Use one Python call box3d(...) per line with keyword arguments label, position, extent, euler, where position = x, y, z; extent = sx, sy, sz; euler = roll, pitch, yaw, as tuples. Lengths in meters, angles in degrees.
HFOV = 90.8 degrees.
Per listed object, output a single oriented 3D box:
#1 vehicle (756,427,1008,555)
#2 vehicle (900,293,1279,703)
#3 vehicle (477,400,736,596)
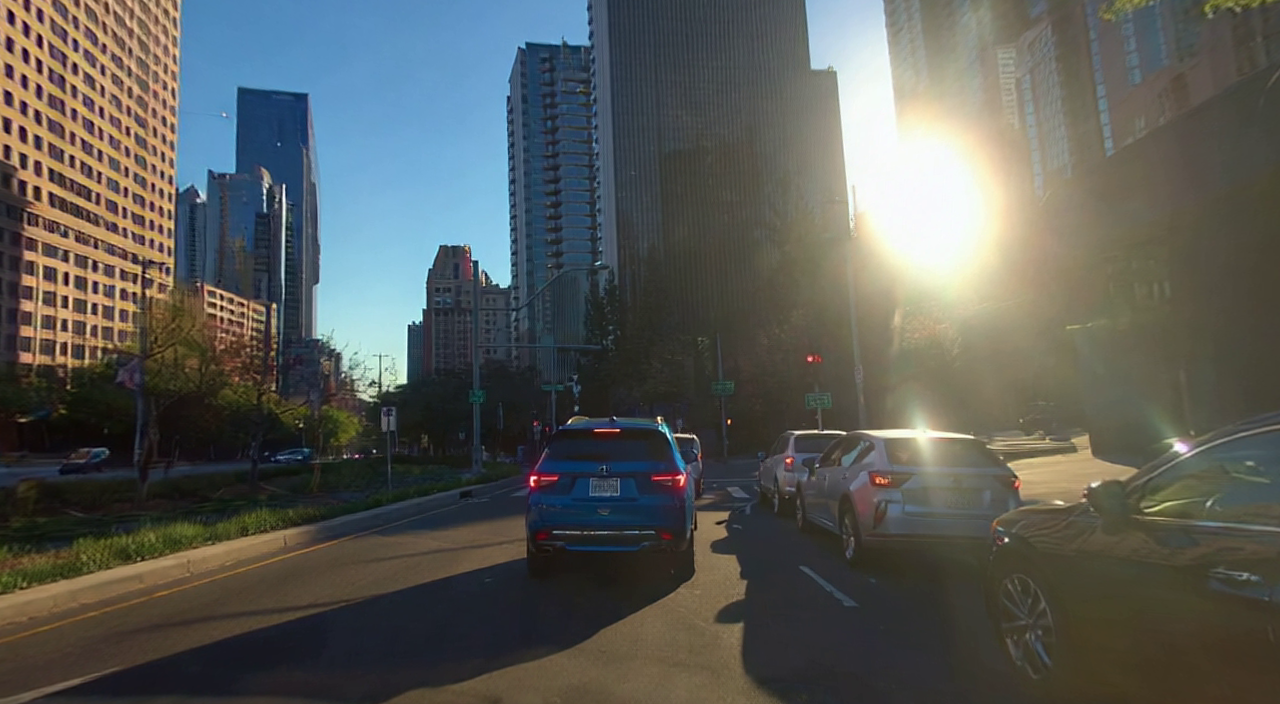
box3d(label="vehicle", position=(3.286, 1.983, 9.804), extent=(1.941, 1.482, 4.632), euler=(0, -9, -2))
box3d(label="vehicle", position=(2.997, 0.750, 2.244), extent=(2.063, 1.760, 4.664), euler=(0, -9, -1))
box3d(label="vehicle", position=(-0.340, 1.583, 7.644), extent=(2.249, 1.684, 4.084), euler=(0, -9, -1))
